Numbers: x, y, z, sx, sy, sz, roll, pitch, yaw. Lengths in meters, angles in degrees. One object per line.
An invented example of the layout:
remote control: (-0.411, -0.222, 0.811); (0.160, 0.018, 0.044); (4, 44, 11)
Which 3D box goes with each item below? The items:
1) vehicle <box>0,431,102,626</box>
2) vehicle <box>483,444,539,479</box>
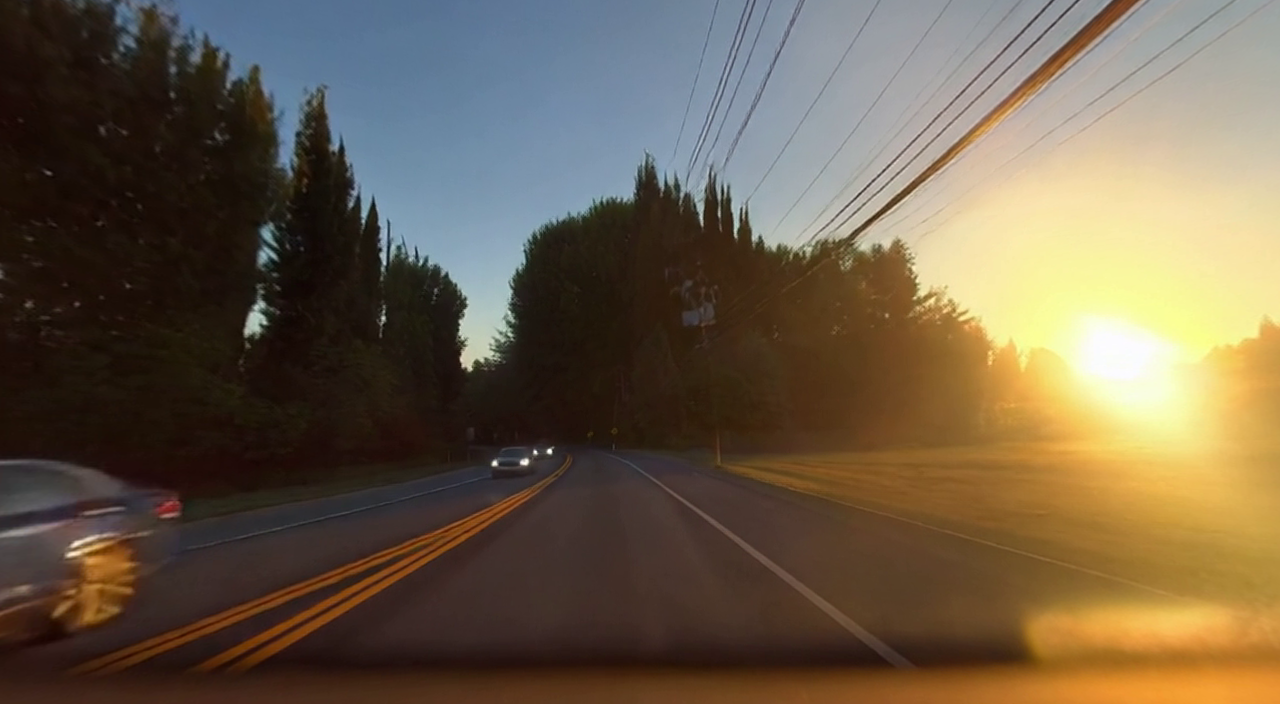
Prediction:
vehicle: (-6.555, 1.294, 4.018); (2.099, 1.640, 4.555); (0, -9, 2)
vehicle: (-5.998, 5.113, 29.914); (1.950, 1.522, 4.180); (0, -8, -3)
